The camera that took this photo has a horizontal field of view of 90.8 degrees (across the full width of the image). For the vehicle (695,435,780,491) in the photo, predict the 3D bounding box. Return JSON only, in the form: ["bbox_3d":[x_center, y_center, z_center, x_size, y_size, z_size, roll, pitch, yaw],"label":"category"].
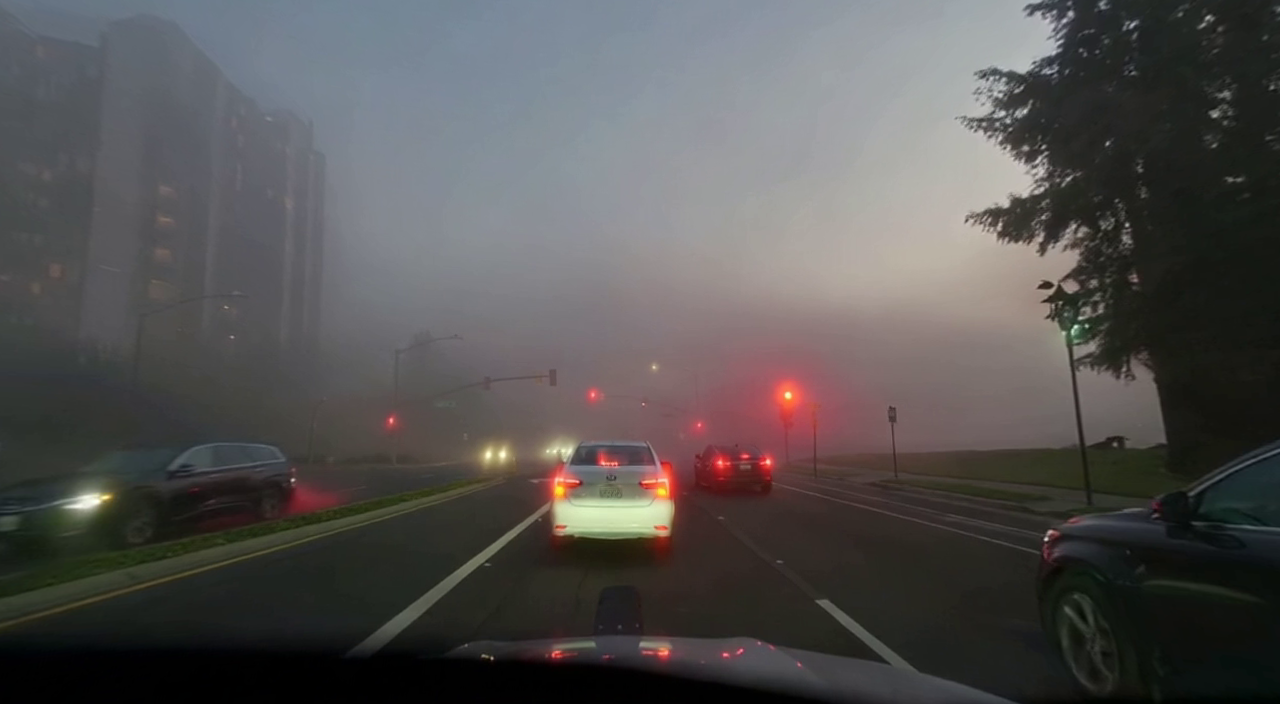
[{"bbox_3d":[2.949,3.451,19.929,1.874,1.556,4.116,0,-9,-2],"label":"vehicle"}]

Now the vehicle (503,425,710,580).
[{"bbox_3d":[-0.353,1.745,8.010,2.006,1.487,3.535,0,-9,-1],"label":"vehicle"}]

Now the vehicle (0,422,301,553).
[{"bbox_3d":[-8.481,2.236,11.239,2.047,1.751,5.263,0,-9,-1],"label":"vehicle"}]

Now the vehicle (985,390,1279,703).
[{"bbox_3d":[3.137,0.810,1.745,1.910,1.474,4.263,0,-9,-1],"label":"vehicle"}]
